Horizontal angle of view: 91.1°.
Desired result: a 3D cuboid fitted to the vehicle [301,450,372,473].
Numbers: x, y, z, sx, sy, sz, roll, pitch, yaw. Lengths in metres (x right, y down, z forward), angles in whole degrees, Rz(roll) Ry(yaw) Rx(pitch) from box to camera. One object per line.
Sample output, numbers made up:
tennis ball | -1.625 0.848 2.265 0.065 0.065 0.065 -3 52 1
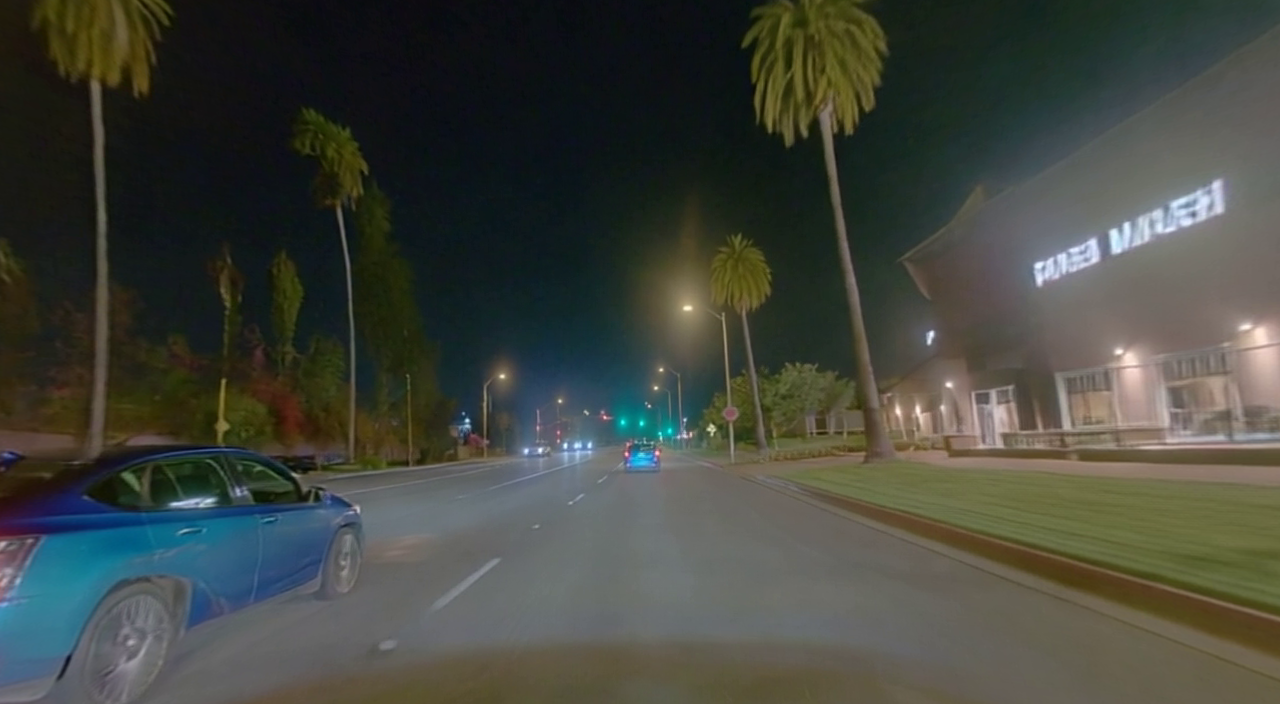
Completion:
vehicle | -21.476 7.675 44.367 4.320 1.496 2.046 4 -10 -28

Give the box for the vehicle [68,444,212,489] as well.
vehicle | -21.825 4.991 27.525 4.536 1.838 2.042 0 -8 2

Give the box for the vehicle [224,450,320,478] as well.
vehicle | -21.253 6.462 36.436 4.440 1.498 2.001 3 -9 -20

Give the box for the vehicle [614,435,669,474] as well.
vehicle | 0.070 4.313 26.609 2.144 1.514 4.063 0 -8 1
